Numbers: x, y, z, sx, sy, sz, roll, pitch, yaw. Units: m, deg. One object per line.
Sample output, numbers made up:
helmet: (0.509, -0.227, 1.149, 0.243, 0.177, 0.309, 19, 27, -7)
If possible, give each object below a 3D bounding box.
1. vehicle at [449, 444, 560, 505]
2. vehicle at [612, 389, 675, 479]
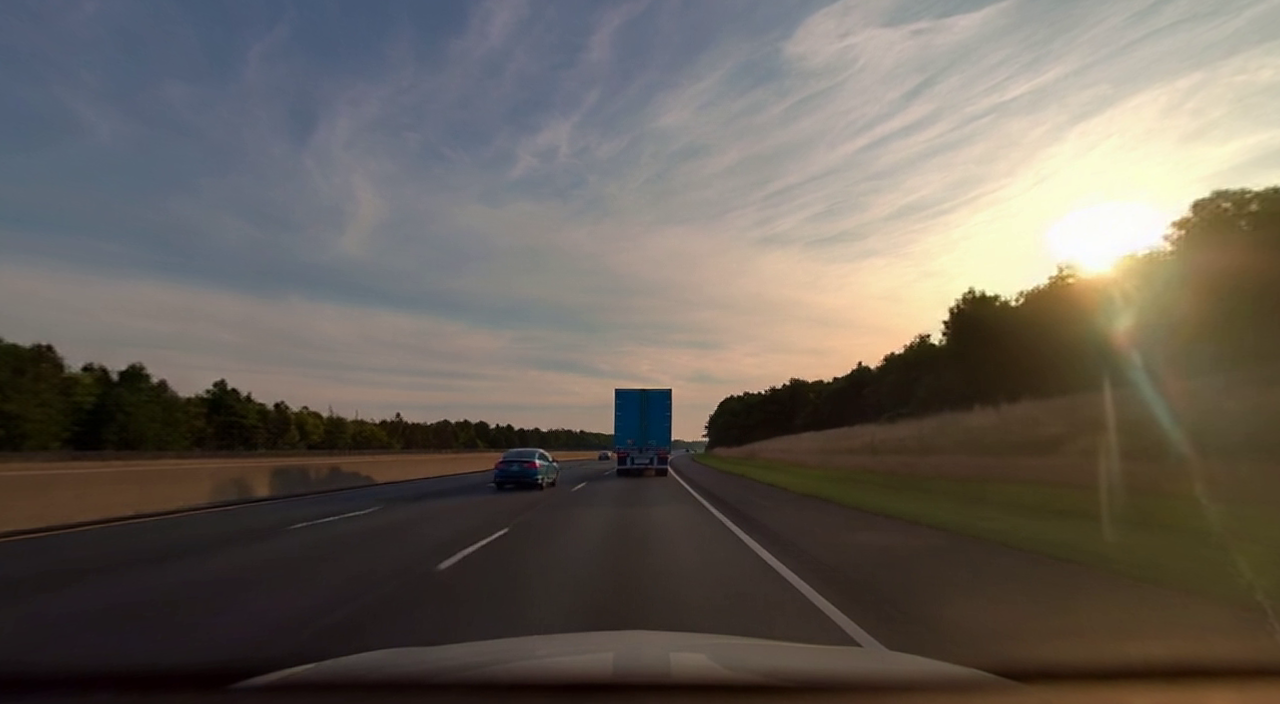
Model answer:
vehicle: (-3.634, 3.383, 17.853, 2.092, 1.465, 4.448, 0, -9, 1)
vehicle: (0.254, 4.886, 36.527, 2.851, 4.098, 14.436, -1, -9, 1)
